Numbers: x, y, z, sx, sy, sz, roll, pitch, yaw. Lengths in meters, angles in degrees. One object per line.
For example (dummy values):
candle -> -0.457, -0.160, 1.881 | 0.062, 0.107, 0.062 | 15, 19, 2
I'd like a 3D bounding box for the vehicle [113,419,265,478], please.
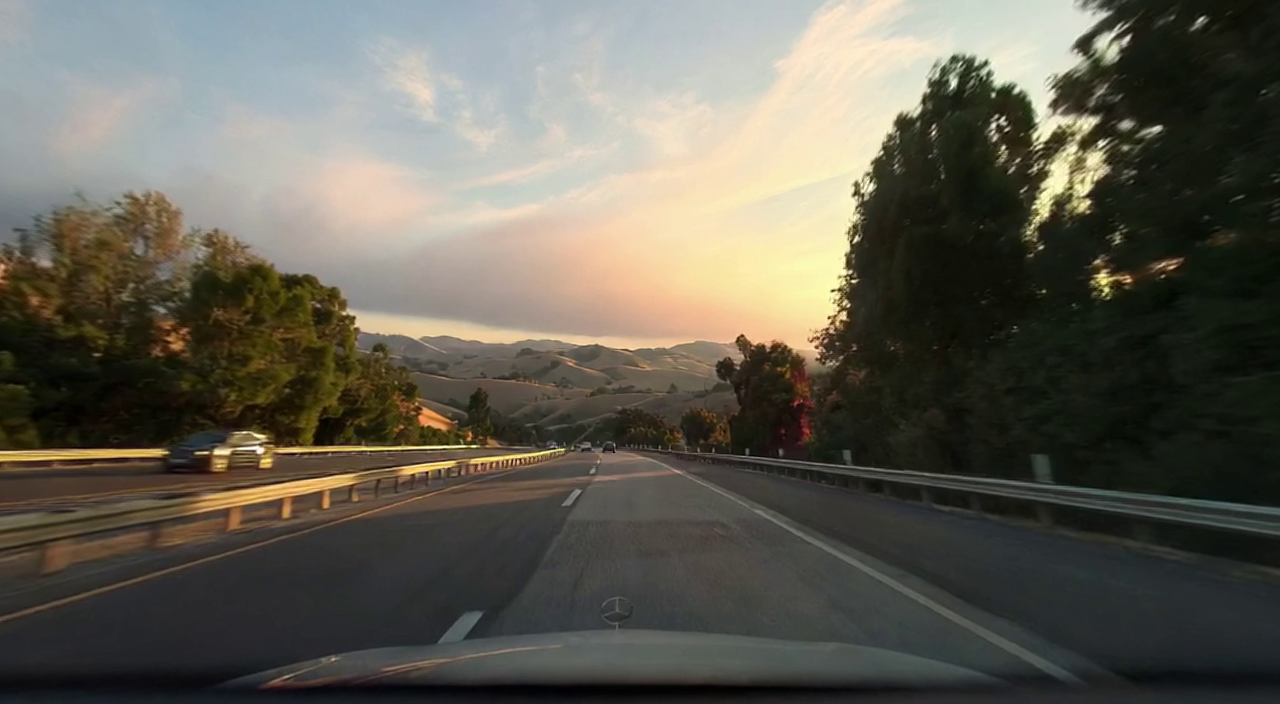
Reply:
vehicle -> -13.057, 2.829, 18.551 | 1.841, 1.529, 3.778 | 0, -8, -4
